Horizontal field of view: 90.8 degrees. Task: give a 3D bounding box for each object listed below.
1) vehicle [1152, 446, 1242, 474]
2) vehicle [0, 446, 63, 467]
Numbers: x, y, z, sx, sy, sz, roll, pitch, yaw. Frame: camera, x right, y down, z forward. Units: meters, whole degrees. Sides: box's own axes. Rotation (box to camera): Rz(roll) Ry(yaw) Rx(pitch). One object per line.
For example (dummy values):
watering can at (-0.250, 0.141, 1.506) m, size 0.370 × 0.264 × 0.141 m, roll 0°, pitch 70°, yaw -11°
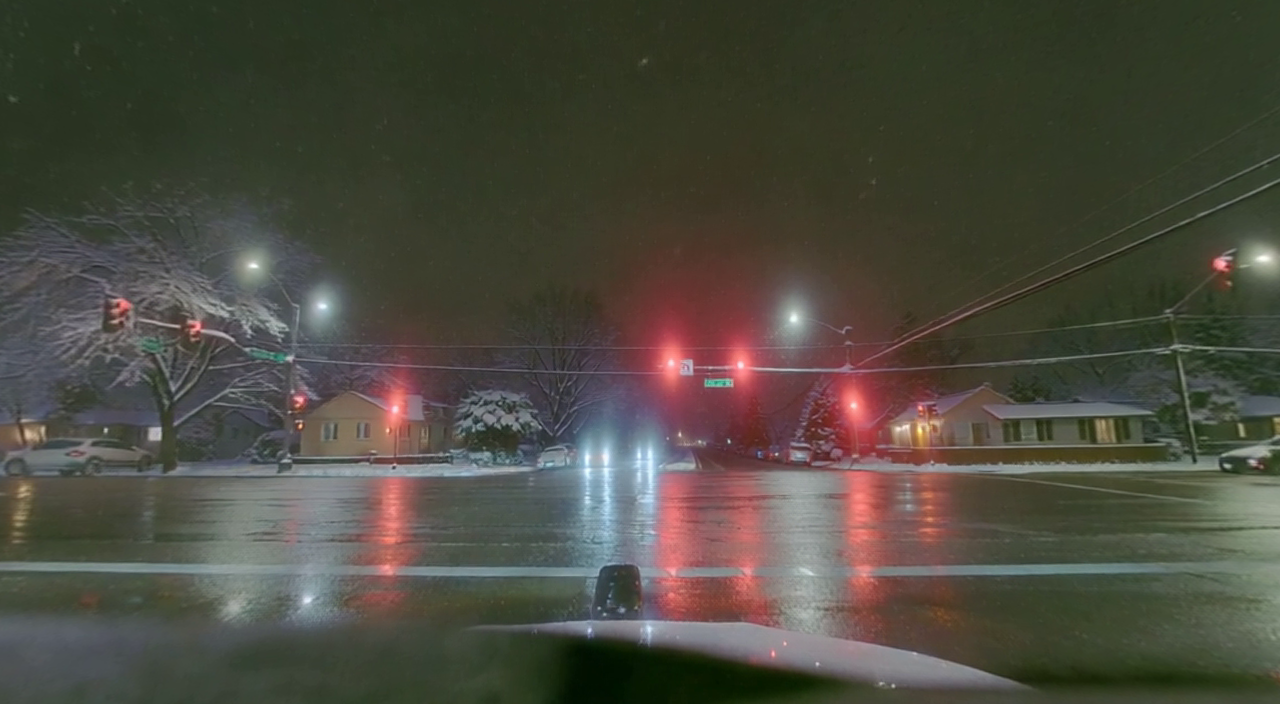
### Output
vehicle at (36.780, 7.097, 41.878) m, size 1.853 × 1.723 × 4.460 m, roll 0°, pitch -9°, yaw -1°
vehicle at (-44.283, 7.501, 45.386) m, size 3.949 × 1.422 × 1.744 m, roll 0°, pitch -9°, yaw 1°
